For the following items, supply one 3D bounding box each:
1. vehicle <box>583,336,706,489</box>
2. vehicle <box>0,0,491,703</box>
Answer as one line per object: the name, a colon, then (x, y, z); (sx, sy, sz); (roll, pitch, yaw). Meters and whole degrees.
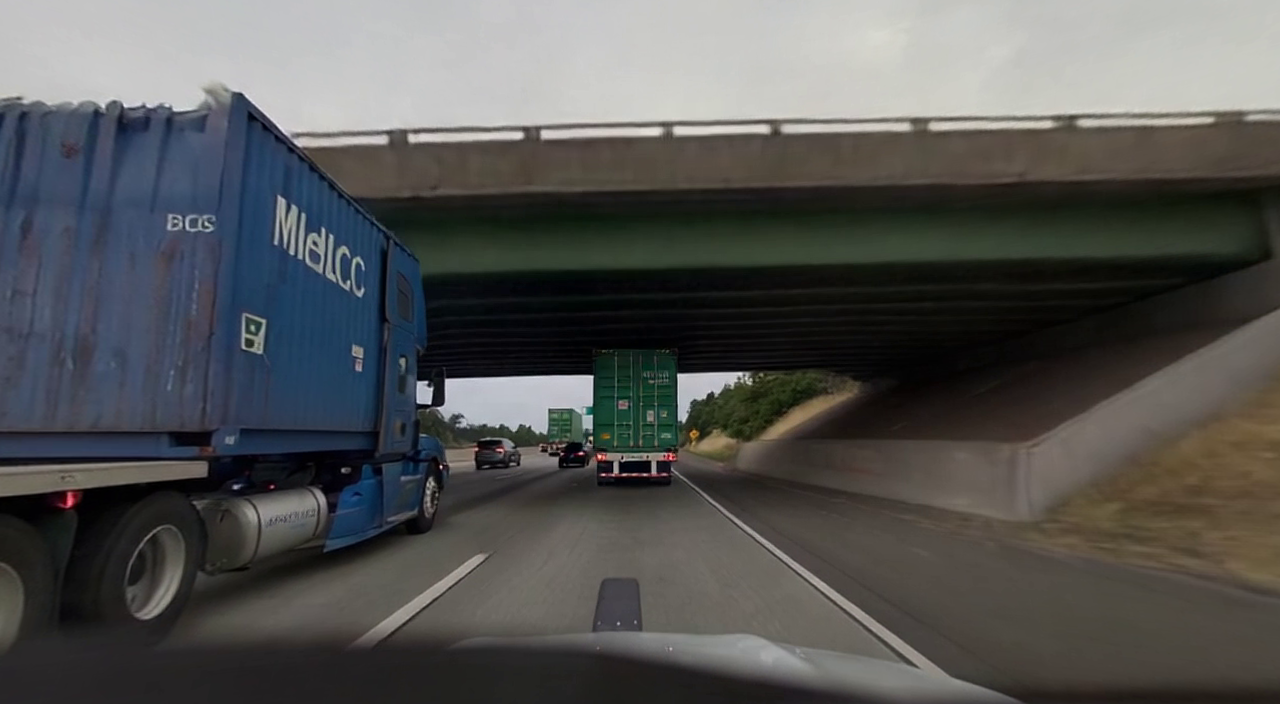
vehicle: (0.004, 2.204, 21.335); (3.357, 4.212, 7.519); (0, -9, -2)
vehicle: (-3.709, 0.110, 5.410); (3.187, 3.949, 6.963); (0, -9, 0)
